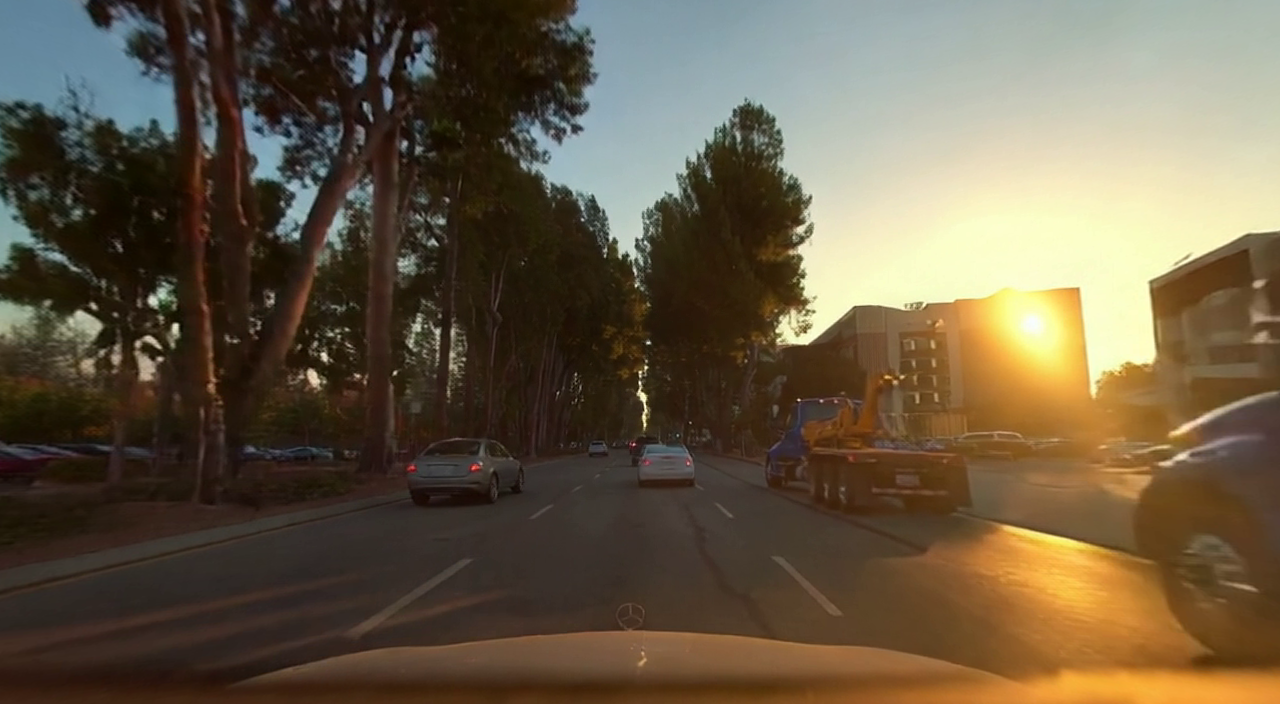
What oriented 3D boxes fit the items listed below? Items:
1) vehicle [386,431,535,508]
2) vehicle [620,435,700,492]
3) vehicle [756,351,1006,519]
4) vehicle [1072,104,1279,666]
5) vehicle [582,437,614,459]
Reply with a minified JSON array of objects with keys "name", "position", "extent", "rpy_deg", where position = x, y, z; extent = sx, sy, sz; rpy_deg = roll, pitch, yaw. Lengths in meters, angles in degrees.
[{"name":"vehicle","position":[-3.961,2.679,14.926],"extent":[2.003,1.507,4.808],"rpy_deg":[0,-8,2]},{"name":"vehicle","position":[0.571,3.203,18.476],"extent":[2.086,1.466,4.026],"rpy_deg":[0,-8,2]},{"name":"vehicle","position":[5.488,2.223,16.742],"extent":[3.089,3.258,8.841],"rpy_deg":[0,-8,0]},{"name":"vehicle","position":[5.507,-0.316,0.343],"extent":[2.867,3.600,11.047],"rpy_deg":[0,-8,1]},{"name":"vehicle","position":[-3.262,7.571,49.603],"extent":[2.062,1.641,4.193],"rpy_deg":[0,-8,2]}]
